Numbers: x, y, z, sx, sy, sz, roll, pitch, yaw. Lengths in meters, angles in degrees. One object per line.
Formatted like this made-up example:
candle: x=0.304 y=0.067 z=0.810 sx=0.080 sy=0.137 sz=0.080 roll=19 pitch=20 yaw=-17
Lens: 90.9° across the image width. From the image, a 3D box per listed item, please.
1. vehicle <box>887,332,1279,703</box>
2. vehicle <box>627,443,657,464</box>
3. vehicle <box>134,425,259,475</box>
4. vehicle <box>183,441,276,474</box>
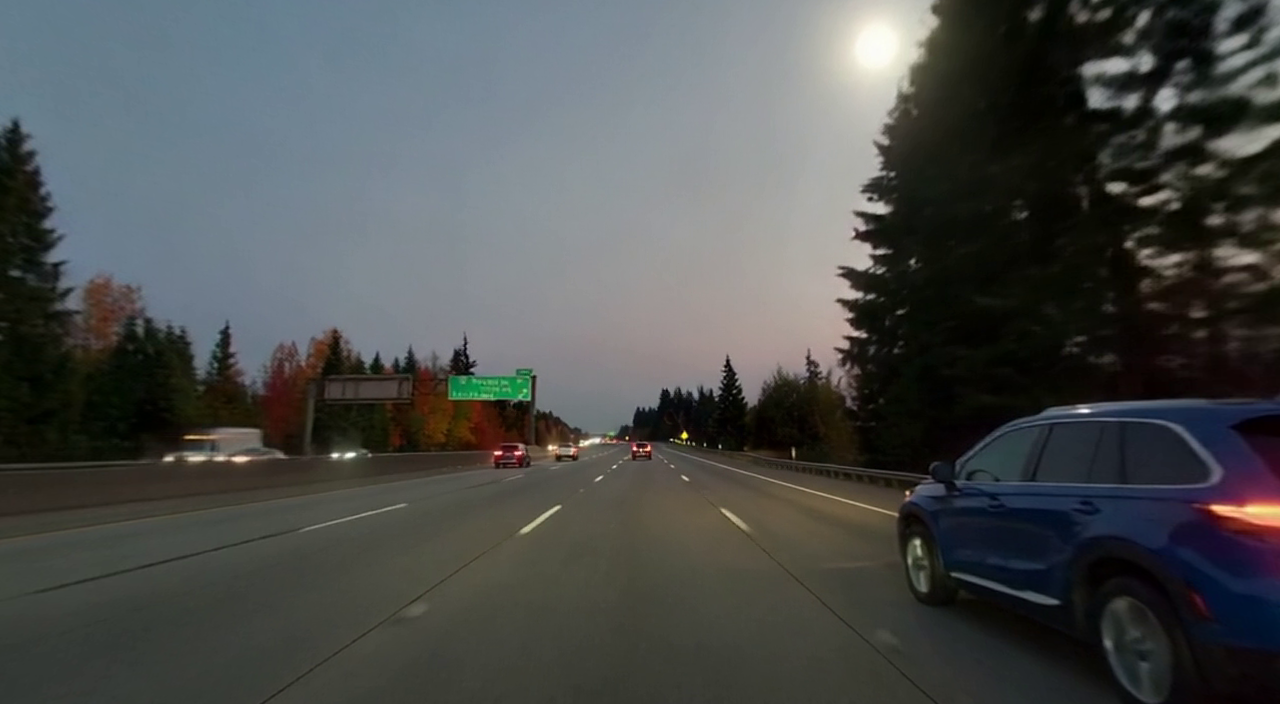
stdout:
vehicle: x=3.330 y=0.996 z=3.621 sx=2.120 sy=1.706 sz=4.226 roll=0 pitch=-8 yaw=0
vehicle: x=0.154 y=7.240 z=45.065 sx=1.985 sy=1.450 sz=4.266 roll=0 pitch=-8 yaw=0
vehicle: x=-24.393 y=5.427 z=35.110 sx=2.350 sy=2.471 sz=6.221 roll=0 pitch=-8 yaw=0
vehicle: x=-20.625 y=5.281 z=31.872 sx=1.859 sy=1.539 sz=4.123 roll=0 pitch=-8 yaw=1
